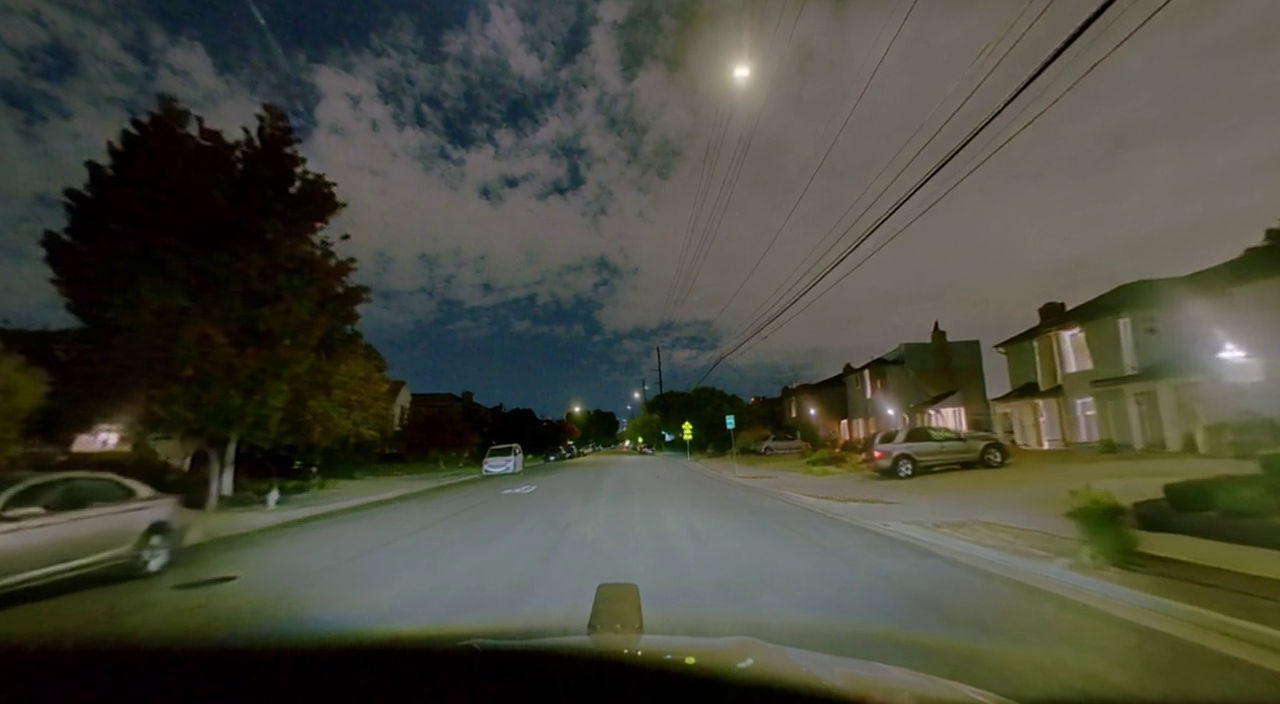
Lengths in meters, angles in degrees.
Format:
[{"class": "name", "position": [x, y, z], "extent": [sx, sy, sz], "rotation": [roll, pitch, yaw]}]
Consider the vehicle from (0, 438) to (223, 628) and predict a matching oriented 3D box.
[{"class": "vehicle", "position": [-6.342, 1.657, 5.789], "extent": [2.022, 1.550, 4.669], "rotation": [-4, -8, -2]}]

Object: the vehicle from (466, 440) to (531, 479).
[{"class": "vehicle", "position": [-7.064, 5.441, 32.179], "extent": [2.162, 1.757, 5.201], "rotation": [-2, -9, -1]}]

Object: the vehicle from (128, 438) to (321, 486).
[{"class": "vehicle", "position": [-14.822, 3.936, 22.807], "extent": [5.395, 1.615, 2.132], "rotation": [0, -9, -2]}]

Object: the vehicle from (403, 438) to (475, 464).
[{"class": "vehicle", "position": [-14.827, 7.328, 46.845], "extent": [4.543, 1.824, 2.379], "rotation": [0, -9, -3]}]

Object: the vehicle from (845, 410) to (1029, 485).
[{"class": "vehicle", "position": [9.599, 3.096, 20.679], "extent": [4.822, 1.864, 2.100], "rotation": [-4, -8, -6]}]
